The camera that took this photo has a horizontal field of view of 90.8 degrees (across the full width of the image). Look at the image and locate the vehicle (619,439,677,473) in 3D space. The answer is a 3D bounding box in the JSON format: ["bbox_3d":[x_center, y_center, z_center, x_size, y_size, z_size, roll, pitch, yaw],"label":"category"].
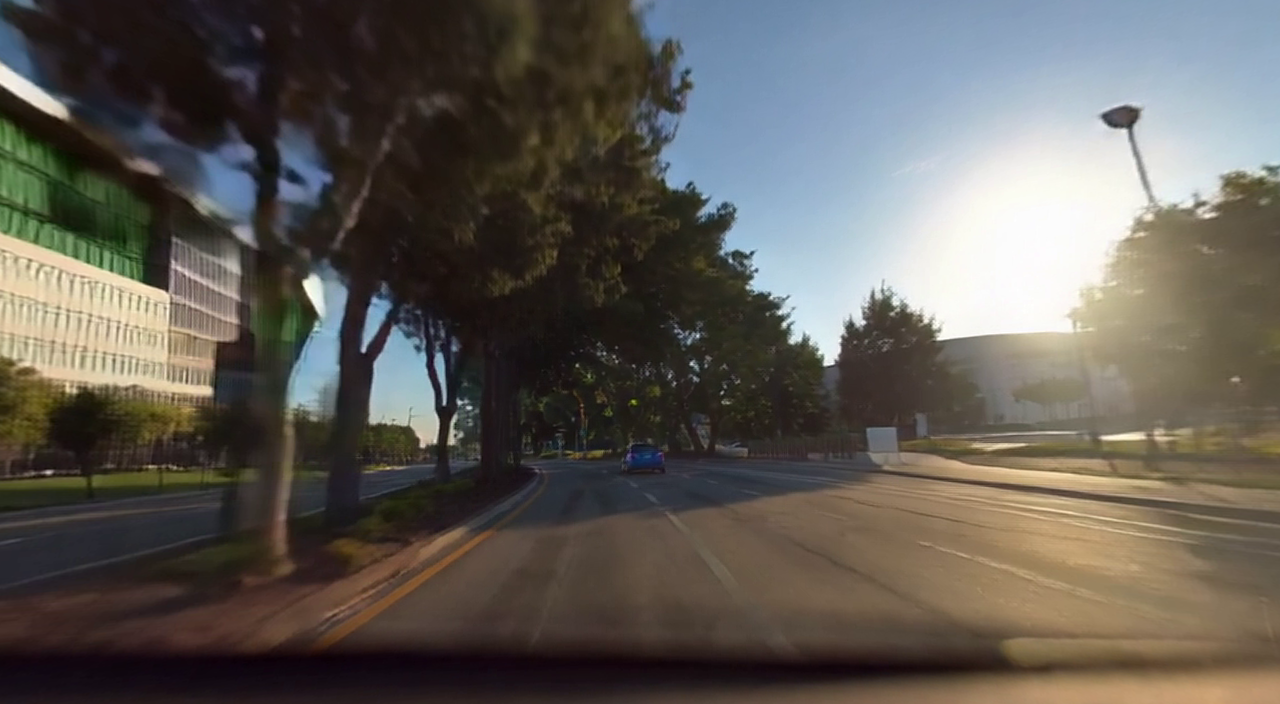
[{"bbox_3d":[0.339,5.318,32.533,2.165,1.633,4.381,1,-9,-10],"label":"vehicle"}]
